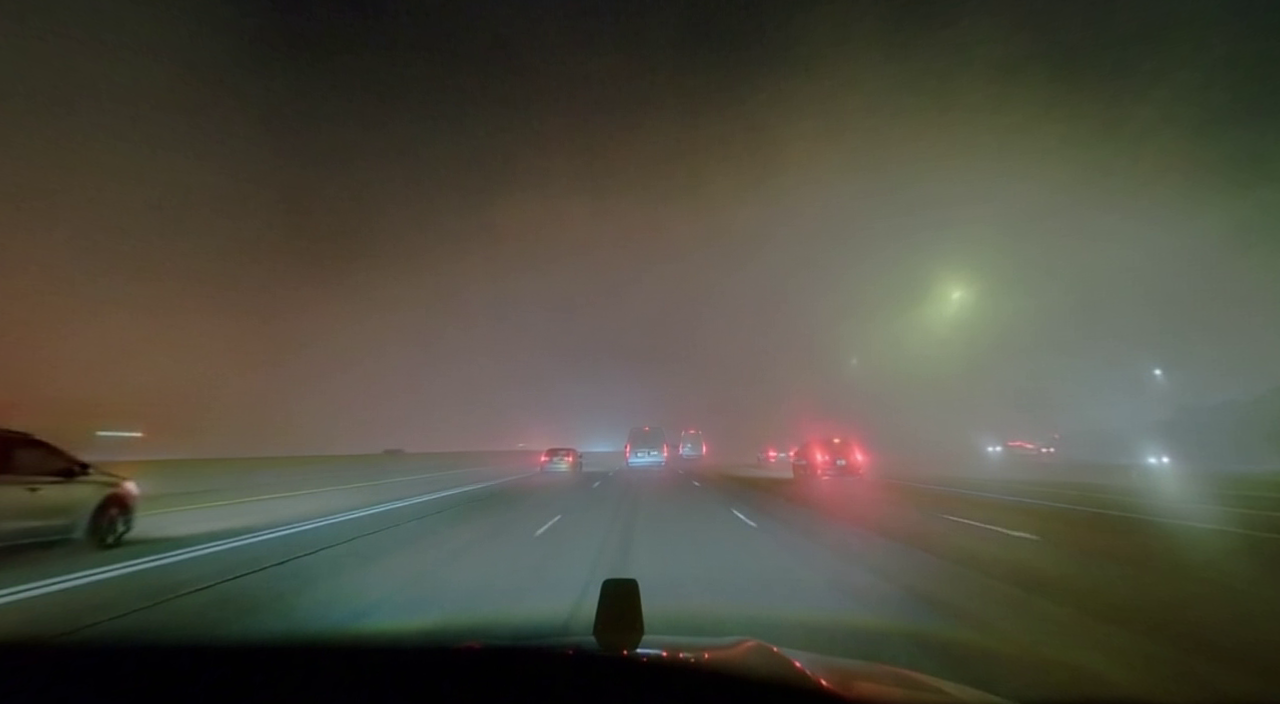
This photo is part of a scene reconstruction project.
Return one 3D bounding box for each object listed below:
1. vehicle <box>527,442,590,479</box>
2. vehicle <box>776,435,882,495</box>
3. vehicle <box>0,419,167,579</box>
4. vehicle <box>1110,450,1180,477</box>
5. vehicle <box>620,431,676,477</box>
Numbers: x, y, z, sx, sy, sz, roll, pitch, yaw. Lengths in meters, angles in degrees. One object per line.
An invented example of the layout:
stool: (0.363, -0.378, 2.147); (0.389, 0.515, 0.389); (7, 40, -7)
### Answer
vehicle: (-3.671, 4.990, 29.167); (2.173, 1.542, 4.781); (0, -9, 1)
vehicle: (5.883, 3.570, 20.229); (2.146, 1.678, 4.489); (0, -9, 2)
vehicle: (-7.629, 1.491, 6.374); (2.108, 1.619, 4.548); (0, -9, 0)
vehicle: (35.305, 7.756, 44.194); (2.039, 1.718, 4.674); (-2, -9, 15)
vehicle: (0.377, 4.919, 30.539); (2.509, 2.062, 4.639); (0, -9, 1)
